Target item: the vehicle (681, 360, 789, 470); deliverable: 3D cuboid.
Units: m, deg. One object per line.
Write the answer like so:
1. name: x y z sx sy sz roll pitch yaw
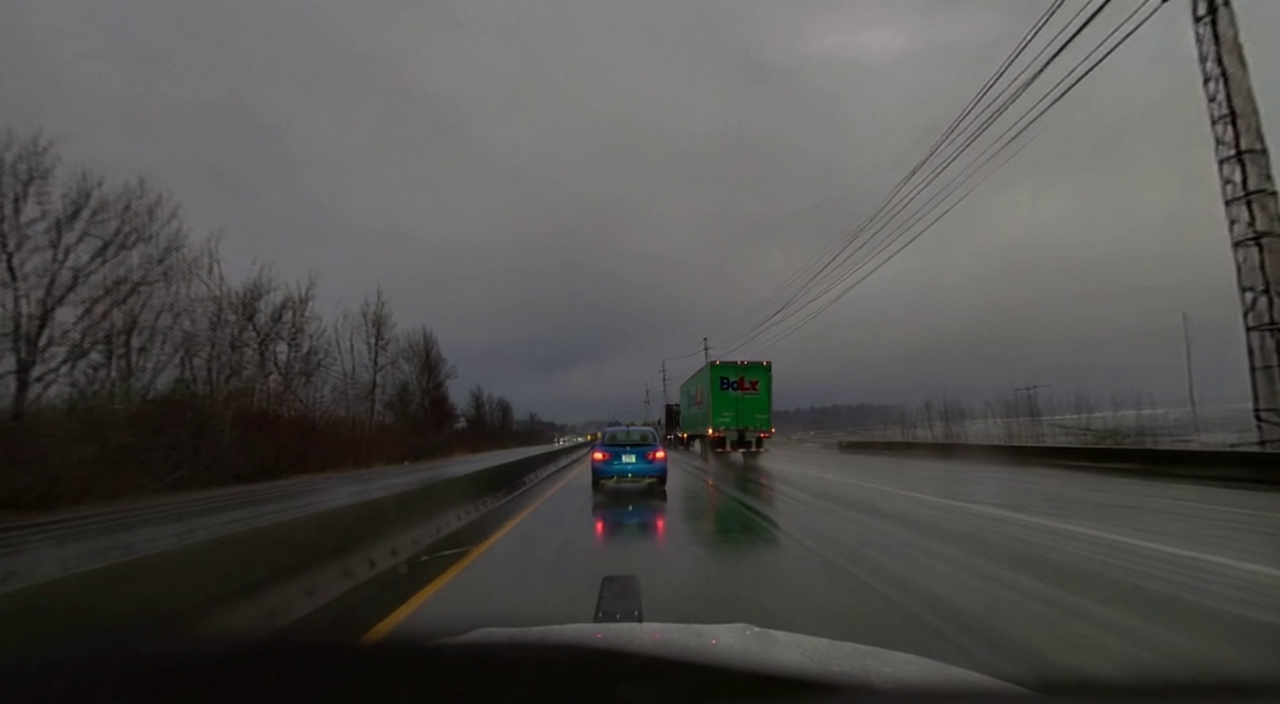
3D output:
1. vehicle: 3.612 2.796 26.591 2.835 3.872 8.916 0 -8 -2

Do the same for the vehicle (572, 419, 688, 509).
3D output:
1. vehicle: -0.223 2.244 13.140 2.062 1.581 3.914 0 -8 -1
